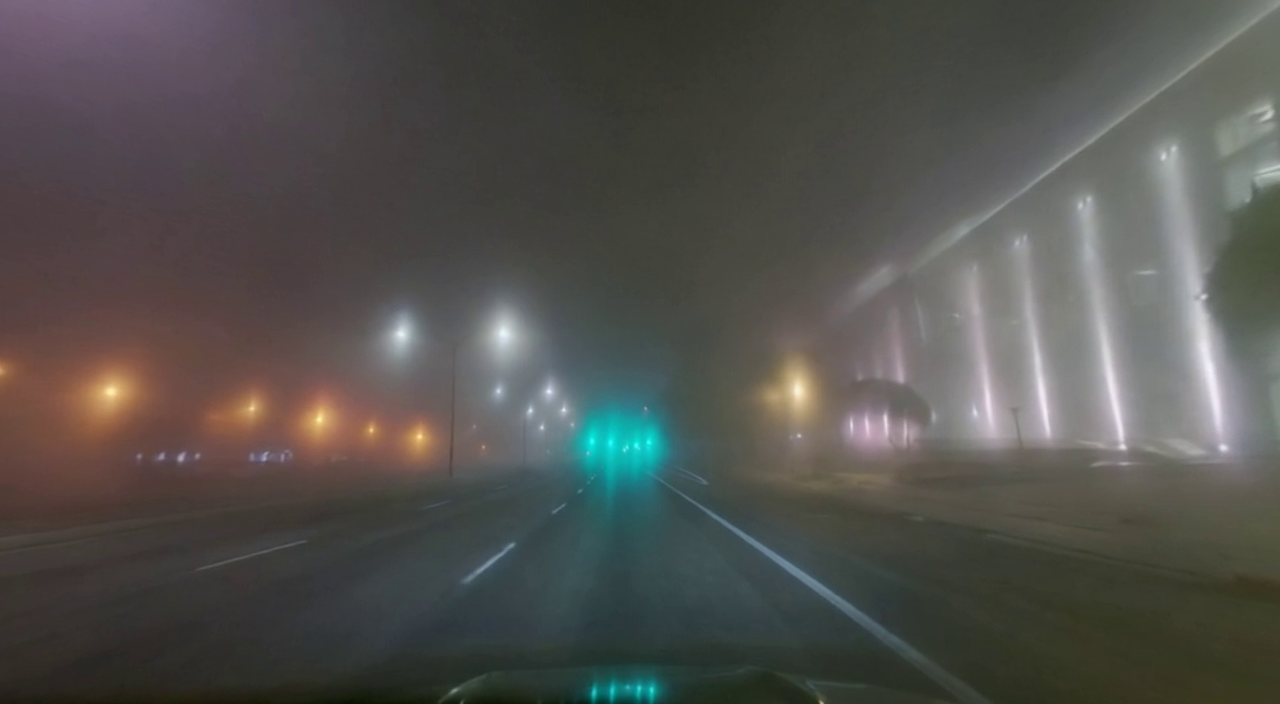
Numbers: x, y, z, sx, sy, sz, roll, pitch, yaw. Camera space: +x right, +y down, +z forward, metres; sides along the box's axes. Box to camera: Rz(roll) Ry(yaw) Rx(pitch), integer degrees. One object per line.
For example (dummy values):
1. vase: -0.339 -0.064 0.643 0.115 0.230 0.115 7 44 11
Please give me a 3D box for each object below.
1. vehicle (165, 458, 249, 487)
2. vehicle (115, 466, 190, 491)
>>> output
1. vehicle: -33.920 9.402 49.827 2.483 2.000 6.110 0 -9 -3
2. vehicle: -33.758 8.743 43.882 1.868 1.467 4.423 0 -9 -3
